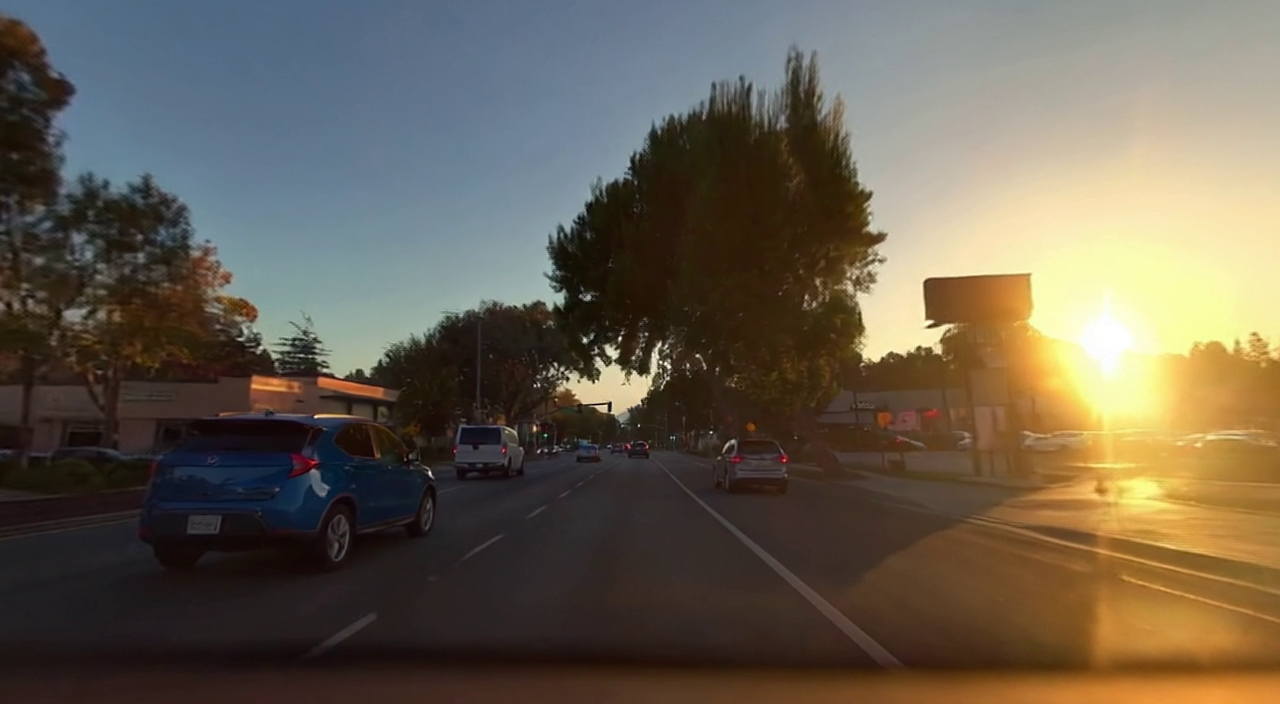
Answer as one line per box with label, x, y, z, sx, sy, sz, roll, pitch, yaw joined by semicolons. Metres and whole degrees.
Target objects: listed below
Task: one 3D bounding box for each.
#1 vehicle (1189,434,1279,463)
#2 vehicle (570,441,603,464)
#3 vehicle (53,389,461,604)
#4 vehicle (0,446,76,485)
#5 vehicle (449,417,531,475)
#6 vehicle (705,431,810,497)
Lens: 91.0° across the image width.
vehicle;38.875;6.250;40.647;2.009;1.754;4.928;1;-9;-7
vehicle;-4.091;7.855;49.207;2.133;1.677;4.727;0;-9;1
vehicle;-3.774;1.512;7.400;2.038;1.748;4.303;0;-9;0
vehicle;-30.169;5.327;29.829;4.590;1.757;2.157;0;-9;-2
vehicle;-7.391;4.778;31.949;2.863;2.592;6.410;1;-9;-3
vehicle;3.457;3.422;19.586;2.167;1.792;4.835;0;-9;-2
